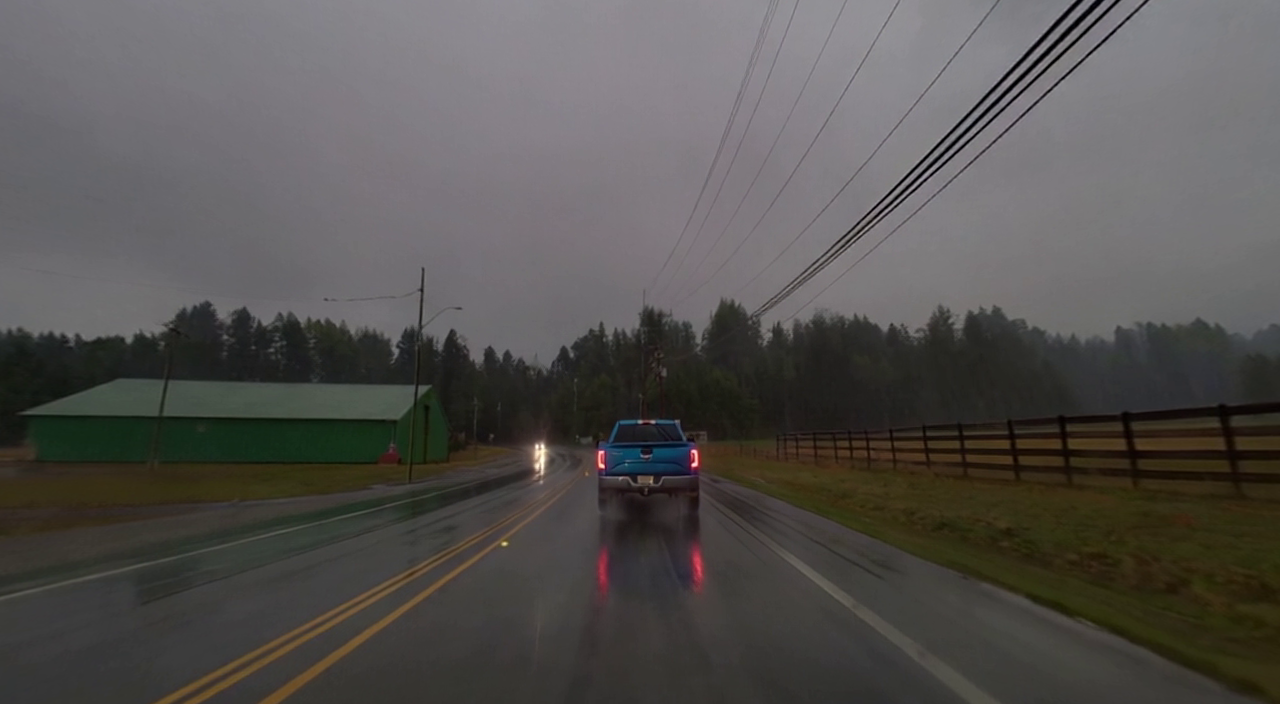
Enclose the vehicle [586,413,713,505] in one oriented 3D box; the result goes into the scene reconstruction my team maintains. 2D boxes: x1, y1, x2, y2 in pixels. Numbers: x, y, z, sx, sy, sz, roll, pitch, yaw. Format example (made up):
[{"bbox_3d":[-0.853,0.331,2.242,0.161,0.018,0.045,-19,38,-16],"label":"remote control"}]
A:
[{"bbox_3d":[0.092,2.736,16.616,2.693,1.941,6.356,0,-8,-2],"label":"vehicle"}]
